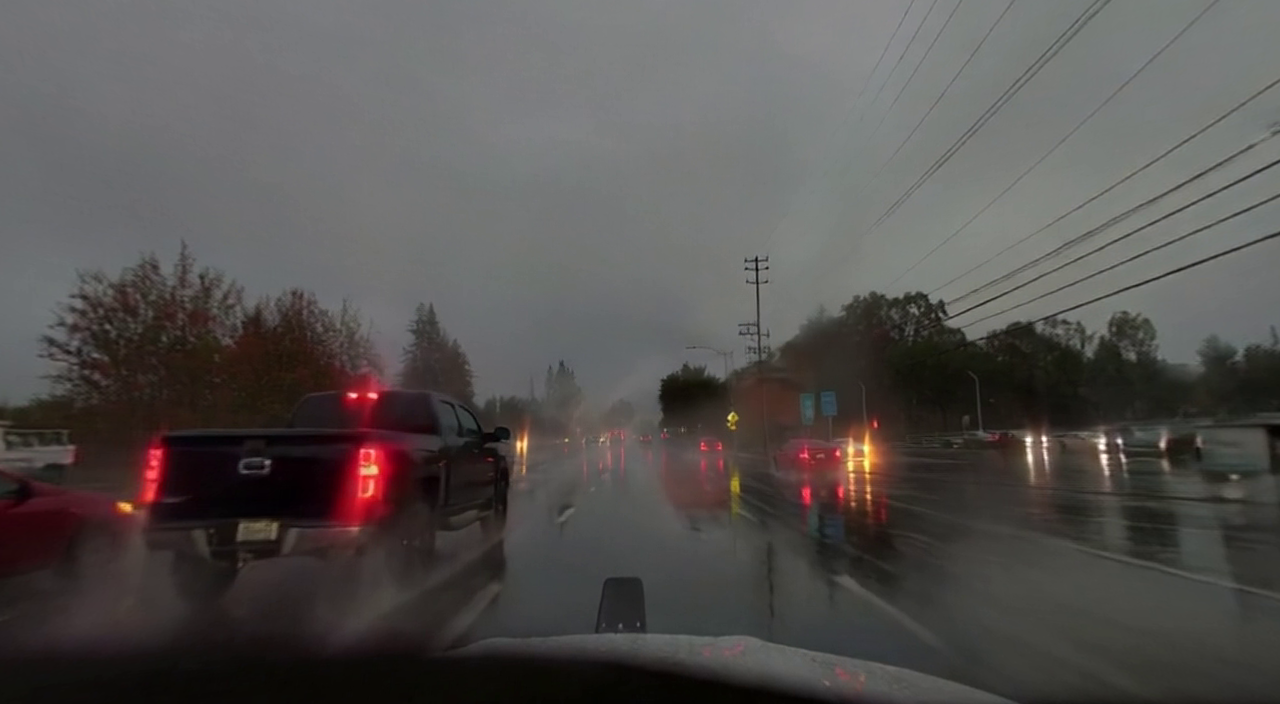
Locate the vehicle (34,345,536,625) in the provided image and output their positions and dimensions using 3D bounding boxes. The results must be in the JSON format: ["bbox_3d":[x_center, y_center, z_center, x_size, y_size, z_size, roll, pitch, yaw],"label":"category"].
[{"bbox_3d":[-3.025,1.384,7.609,2.467,1.991,6.089,0,-8,0],"label":"vehicle"}]

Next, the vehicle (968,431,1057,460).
[{"bbox_3d":[22.420,5.644,38.189,1.860,1.597,4.261,4,-9,-24],"label":"vehicle"}]

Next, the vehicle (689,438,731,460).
[{"bbox_3d":[4.714,6.616,43.249,2.071,1.435,4.226,0,-8,-4],"label":"vehicle"}]

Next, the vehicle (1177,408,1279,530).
[{"bbox_3d":[10.706,1.540,8.219,2.150,1.735,5.106,3,-9,-21],"label":"vehicle"}]

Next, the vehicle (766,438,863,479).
[{"bbox_3d":[6.730,4.150,24.948,1.840,1.428,4.602,1,-9,-10],"label":"vehicle"}]
